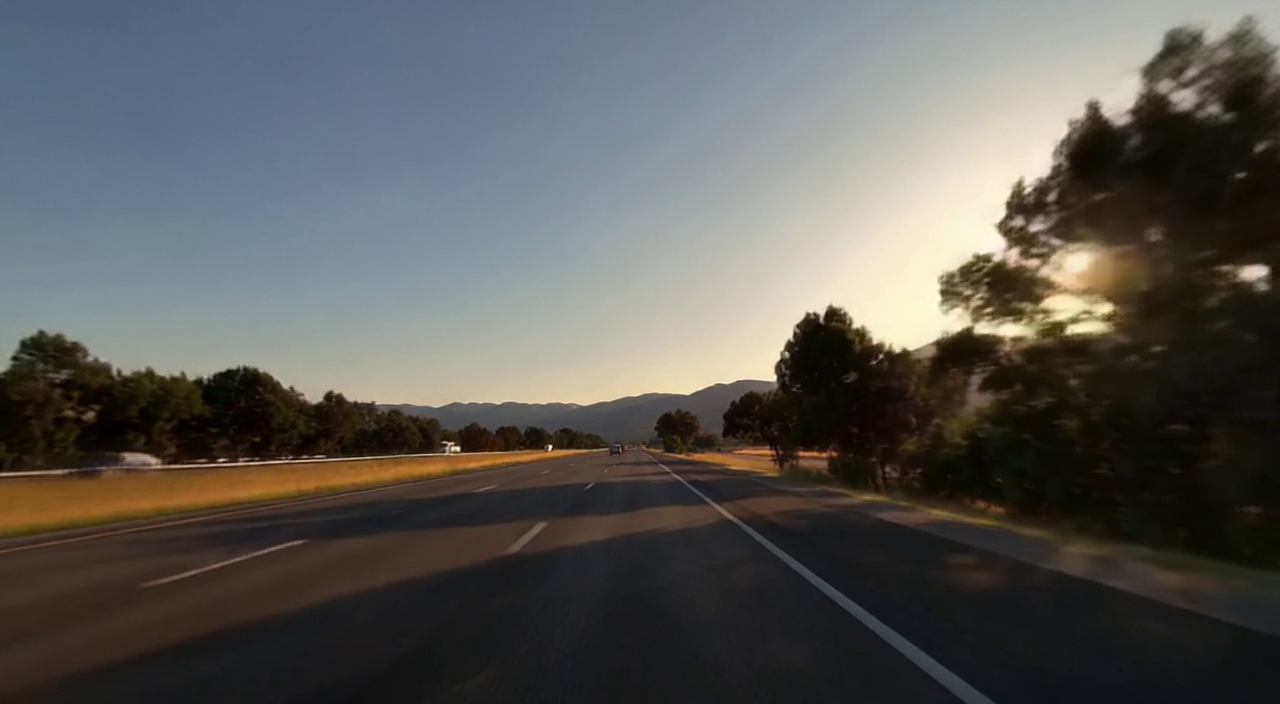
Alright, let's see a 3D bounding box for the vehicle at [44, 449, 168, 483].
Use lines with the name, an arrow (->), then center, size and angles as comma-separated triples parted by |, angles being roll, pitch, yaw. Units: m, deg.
vehicle -> -31.894, 6.801, 38.072 | 2.262, 1.841, 5.964 | 0, -9, 0
